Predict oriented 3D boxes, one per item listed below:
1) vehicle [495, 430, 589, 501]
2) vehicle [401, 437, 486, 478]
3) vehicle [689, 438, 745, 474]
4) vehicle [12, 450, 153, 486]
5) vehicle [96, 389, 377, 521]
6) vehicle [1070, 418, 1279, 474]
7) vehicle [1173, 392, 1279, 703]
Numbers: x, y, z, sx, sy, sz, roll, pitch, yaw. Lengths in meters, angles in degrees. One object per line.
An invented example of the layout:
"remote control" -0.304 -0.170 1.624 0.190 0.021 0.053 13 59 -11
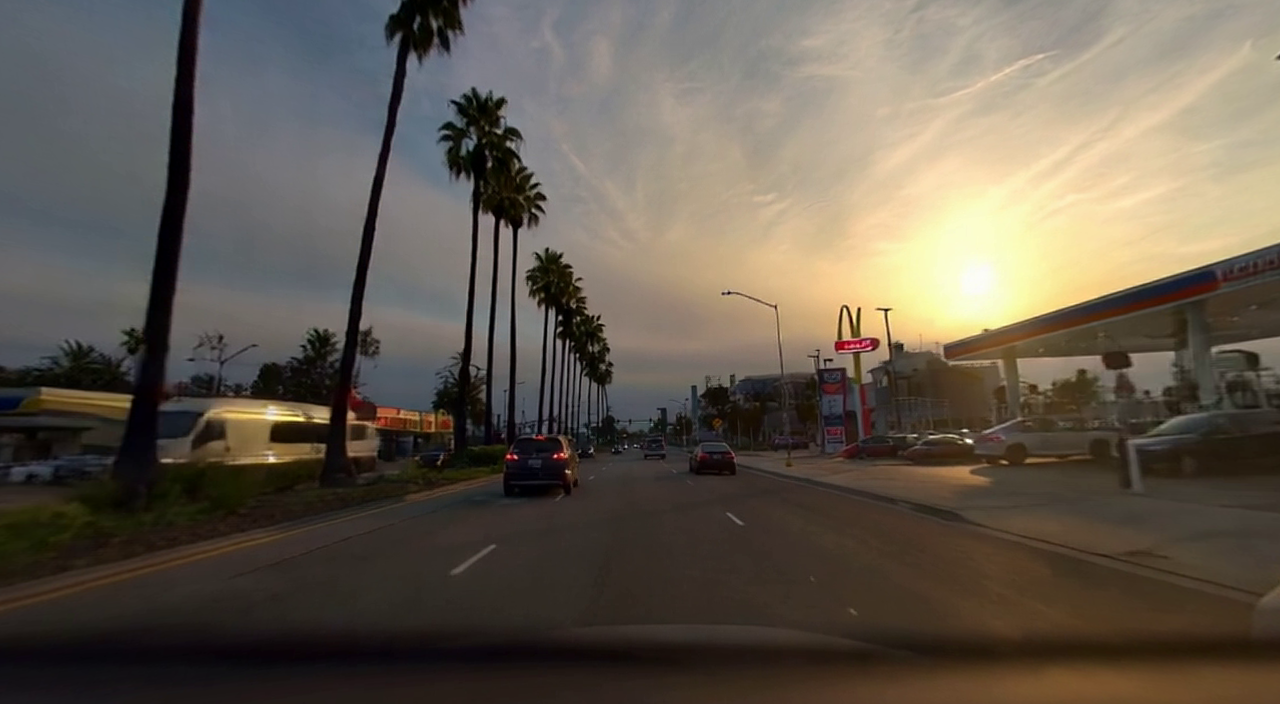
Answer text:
"vehicle" -2.336 2.825 16.073 2.021 1.550 4.090 1 -9 -5
"vehicle" -9.688 5.250 31.695 2.169 1.853 4.853 -1 -9 8
"vehicle" 3.296 4.561 27.919 1.889 1.448 4.262 0 -9 -1
"vehicle" -30.273 6.325 34.481 5.349 1.859 2.259 1 -10 -2
"vehicle" -11.134 2.925 18.923 2.662 2.995 8.344 1 -7 2
"vehicle" 14.600 2.562 17.274 4.293 1.438 1.773 0 -9 1
"vehicle" 3.429 0.639 0.704 1.987 1.474 4.198 0 -9 0
